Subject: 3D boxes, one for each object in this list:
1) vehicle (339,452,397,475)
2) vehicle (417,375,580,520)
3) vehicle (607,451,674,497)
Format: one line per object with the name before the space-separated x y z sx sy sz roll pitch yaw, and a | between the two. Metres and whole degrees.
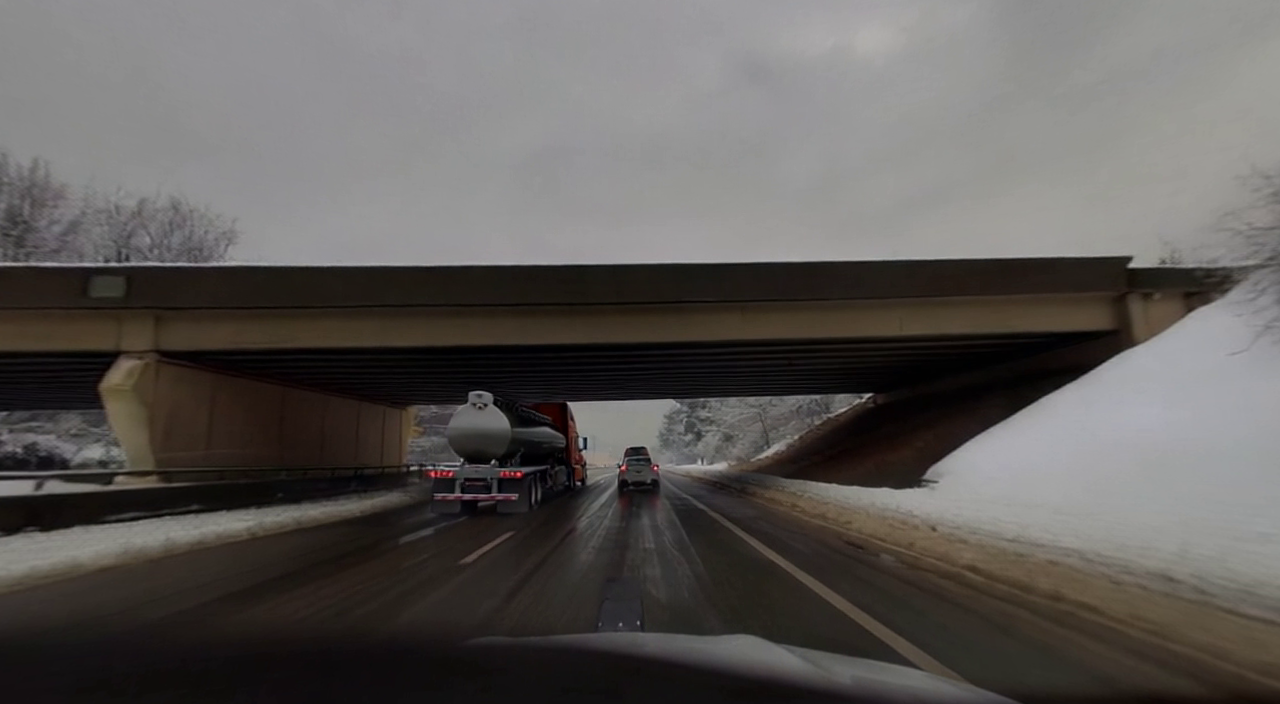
vehicle | -19.220 7.853 44.839 1.929 1.523 4.108 -1 -9 6
vehicle | -4.180 3.453 22.966 2.896 3.563 14.643 0 -9 -1
vehicle | -0.021 4.364 23.069 2.215 1.481 4.246 0 -9 -1
